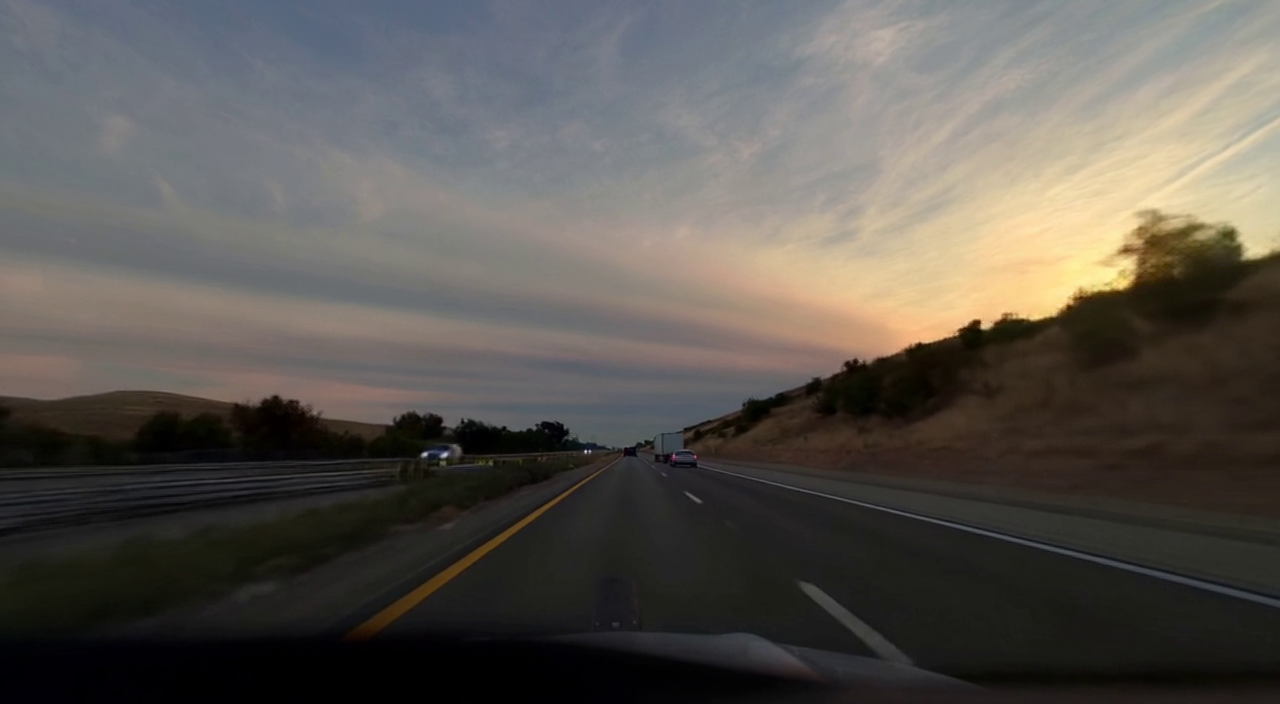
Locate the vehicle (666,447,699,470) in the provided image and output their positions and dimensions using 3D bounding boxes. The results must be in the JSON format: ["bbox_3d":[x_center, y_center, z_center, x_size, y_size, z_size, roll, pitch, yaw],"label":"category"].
[{"bbox_3d":[2.882,7.339,43.414,1.836,1.459,3.766,0,-9,-2],"label":"vehicle"}]

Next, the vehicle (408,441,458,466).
[{"bbox_3d":[-14.524,7.139,44.320,2.038,1.644,4.230,0,-9,0],"label":"vehicle"}]
